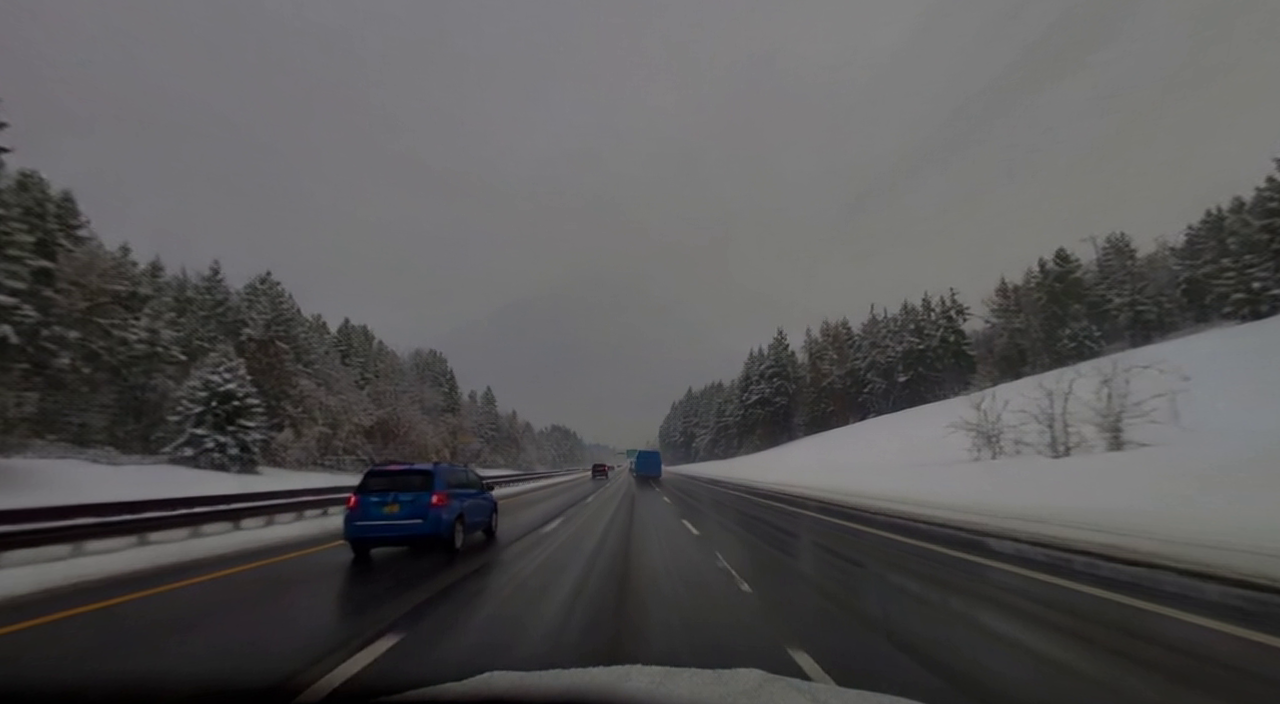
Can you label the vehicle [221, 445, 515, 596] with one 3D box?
[{"bbox_3d":[-3.206,2.126,8.668,2.038,1.490,4.391,1,-11,0],"label":"vehicle"}]
